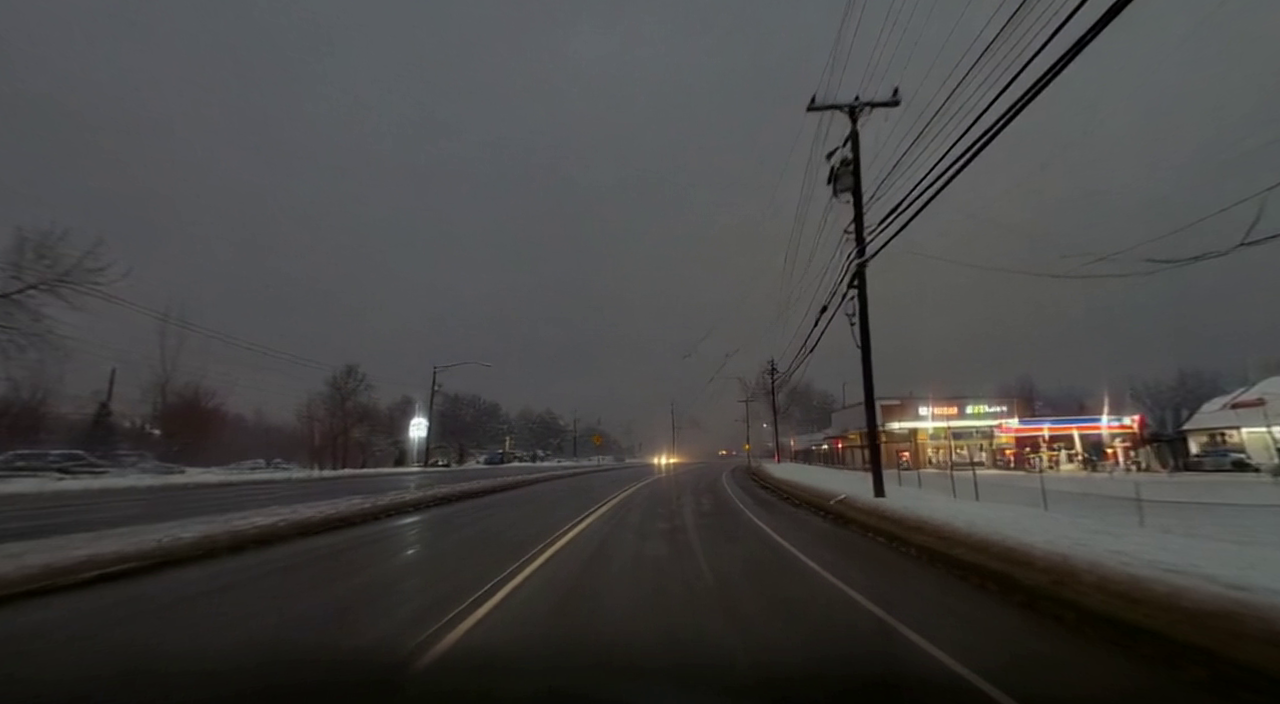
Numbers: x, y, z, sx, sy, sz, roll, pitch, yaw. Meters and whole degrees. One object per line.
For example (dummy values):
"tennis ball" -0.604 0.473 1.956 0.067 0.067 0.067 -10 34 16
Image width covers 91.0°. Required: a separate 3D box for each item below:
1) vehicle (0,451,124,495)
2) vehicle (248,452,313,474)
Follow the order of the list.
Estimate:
"vehicle" -22.649 4.632 24.415 4.147 1.562 1.805 -2 -9 13
"vehicle" -28.380 8.774 49.737 4.288 1.617 1.916 -2 -9 16
